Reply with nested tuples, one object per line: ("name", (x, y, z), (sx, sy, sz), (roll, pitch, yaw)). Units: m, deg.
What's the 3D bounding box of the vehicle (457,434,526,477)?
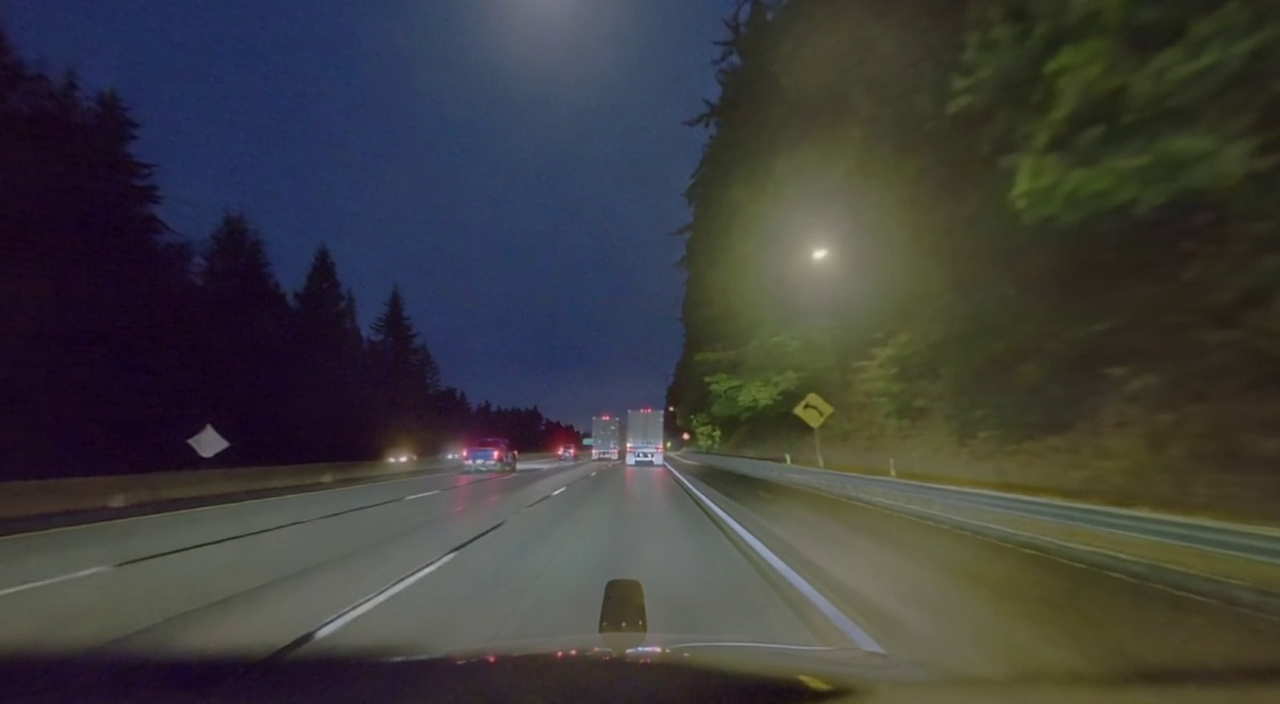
("vehicle", (-7.018, 4.940, 30.378), (2.149, 1.884, 4.627), (0, -8, 0))
